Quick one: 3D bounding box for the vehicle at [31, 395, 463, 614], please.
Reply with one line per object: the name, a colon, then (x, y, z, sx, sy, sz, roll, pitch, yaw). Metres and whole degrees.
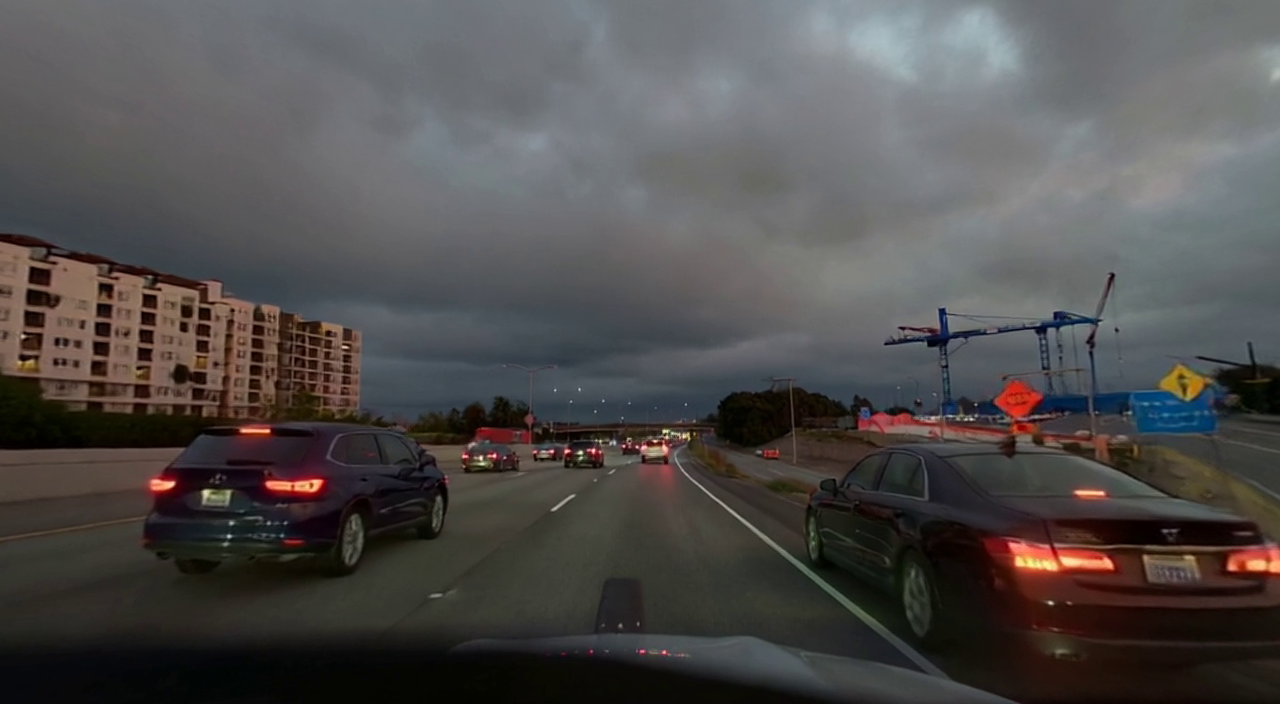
vehicle: (-3.759, 1.530, 7.266, 2.045, 1.710, 4.382, 0, -8, 1)

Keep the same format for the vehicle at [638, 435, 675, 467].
vehicle: (0.985, 5.957, 38.104, 2.116, 1.763, 4.352, 0, -8, 2)

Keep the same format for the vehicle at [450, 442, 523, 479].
vehicle: (-6.703, 4.776, 28.050, 1.959, 1.486, 4.460, 0, -8, 2)

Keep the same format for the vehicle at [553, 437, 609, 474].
vehicle: (-2.823, 5.099, 31.218, 2.109, 1.657, 4.554, 0, -8, 3)
